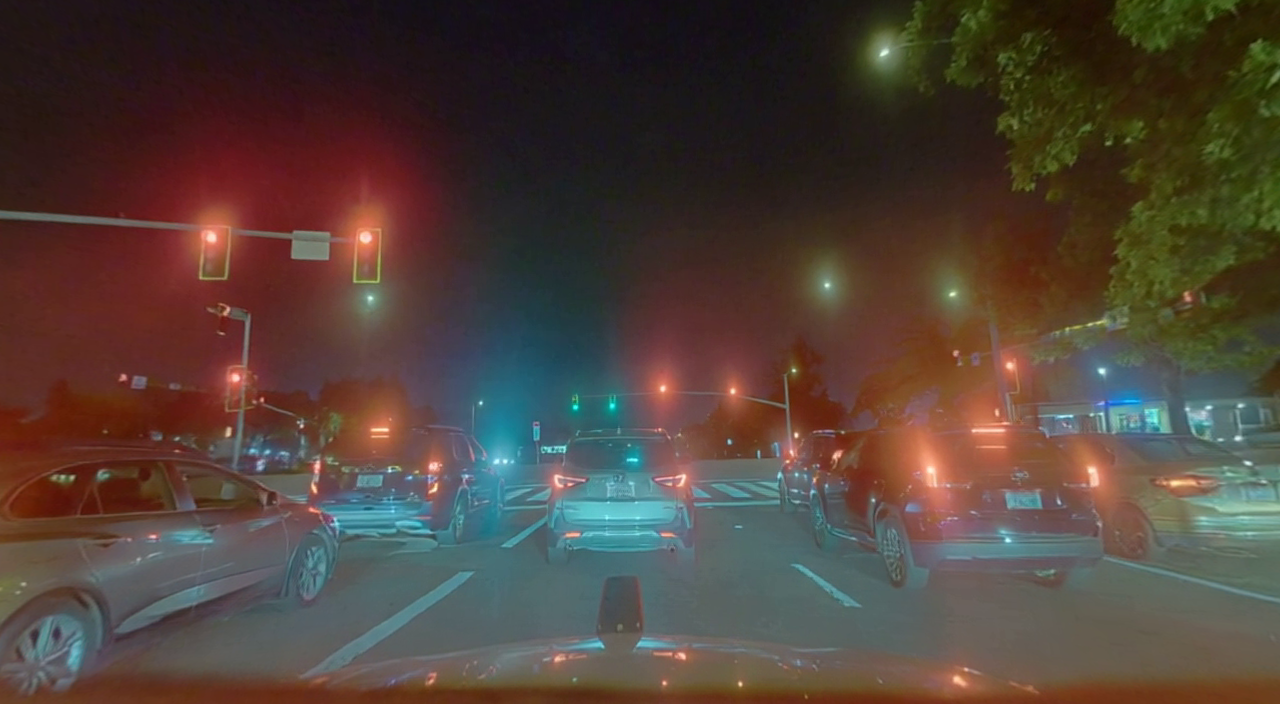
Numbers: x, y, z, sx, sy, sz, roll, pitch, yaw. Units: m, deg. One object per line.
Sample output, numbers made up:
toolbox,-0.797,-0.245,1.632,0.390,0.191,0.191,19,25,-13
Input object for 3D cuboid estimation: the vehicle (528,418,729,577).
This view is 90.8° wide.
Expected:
vehicle,-0.085,1.804,8.557,2.106,1.655,3.717,0,-8,1

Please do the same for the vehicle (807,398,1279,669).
vehicle,3.239,1.446,6.195,2.006,1.659,4.462,0,-8,1

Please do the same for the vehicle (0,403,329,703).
vehicle,-3.343,0.945,2.367,1.863,1.495,4.667,0,-8,2

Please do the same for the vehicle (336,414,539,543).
vehicle,-3.216,2.109,11.168,2.048,1.805,4.405,0,-8,1
